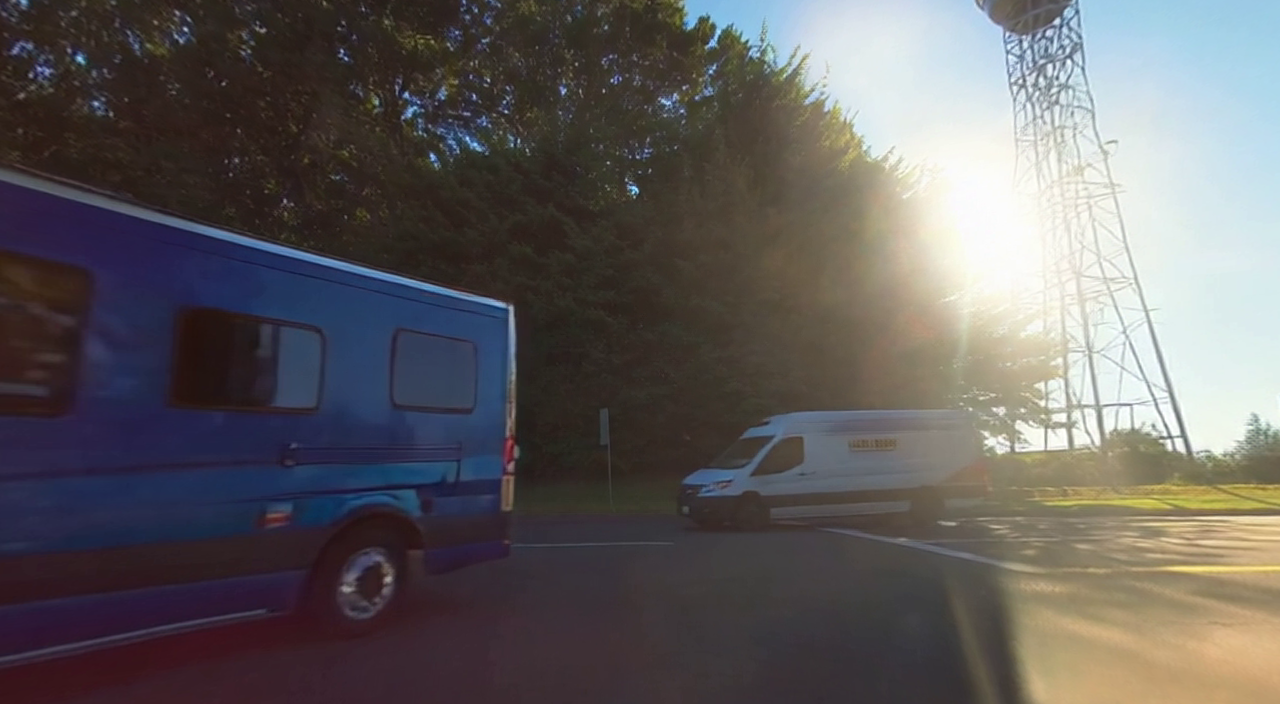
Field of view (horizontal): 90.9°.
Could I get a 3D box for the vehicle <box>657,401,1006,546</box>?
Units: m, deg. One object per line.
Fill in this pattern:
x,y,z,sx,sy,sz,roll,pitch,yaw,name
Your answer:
3.415,2.262,12.153,5.923,2.424,2.247,1,-9,-6,vehicle

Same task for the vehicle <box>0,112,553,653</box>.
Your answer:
-5.277,0.305,5.179,2.740,3.622,9.765,-8,-11,39,vehicle
